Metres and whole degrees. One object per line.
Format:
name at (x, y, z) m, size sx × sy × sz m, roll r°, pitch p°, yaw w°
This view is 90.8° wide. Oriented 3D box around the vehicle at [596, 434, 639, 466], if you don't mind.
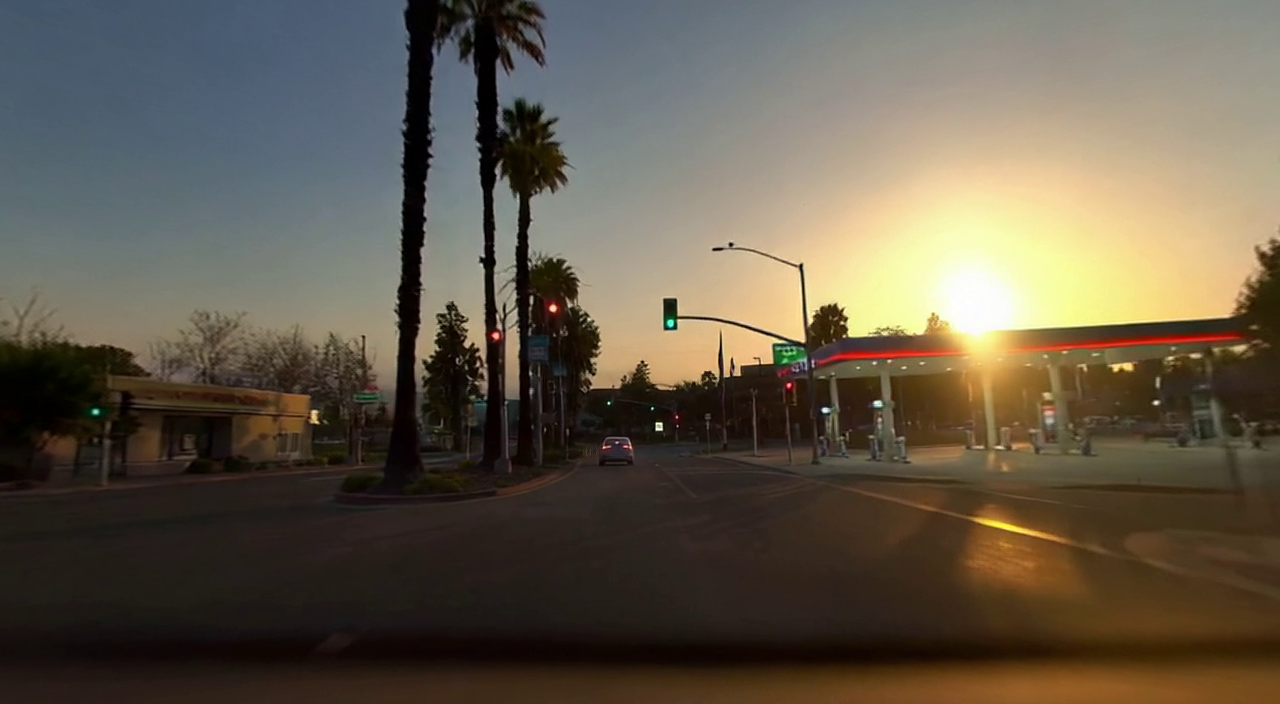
vehicle at (-1.209, 5.150, 33.268) m, size 2.073 × 1.525 × 4.809 m, roll 0°, pitch -9°, yaw -2°
